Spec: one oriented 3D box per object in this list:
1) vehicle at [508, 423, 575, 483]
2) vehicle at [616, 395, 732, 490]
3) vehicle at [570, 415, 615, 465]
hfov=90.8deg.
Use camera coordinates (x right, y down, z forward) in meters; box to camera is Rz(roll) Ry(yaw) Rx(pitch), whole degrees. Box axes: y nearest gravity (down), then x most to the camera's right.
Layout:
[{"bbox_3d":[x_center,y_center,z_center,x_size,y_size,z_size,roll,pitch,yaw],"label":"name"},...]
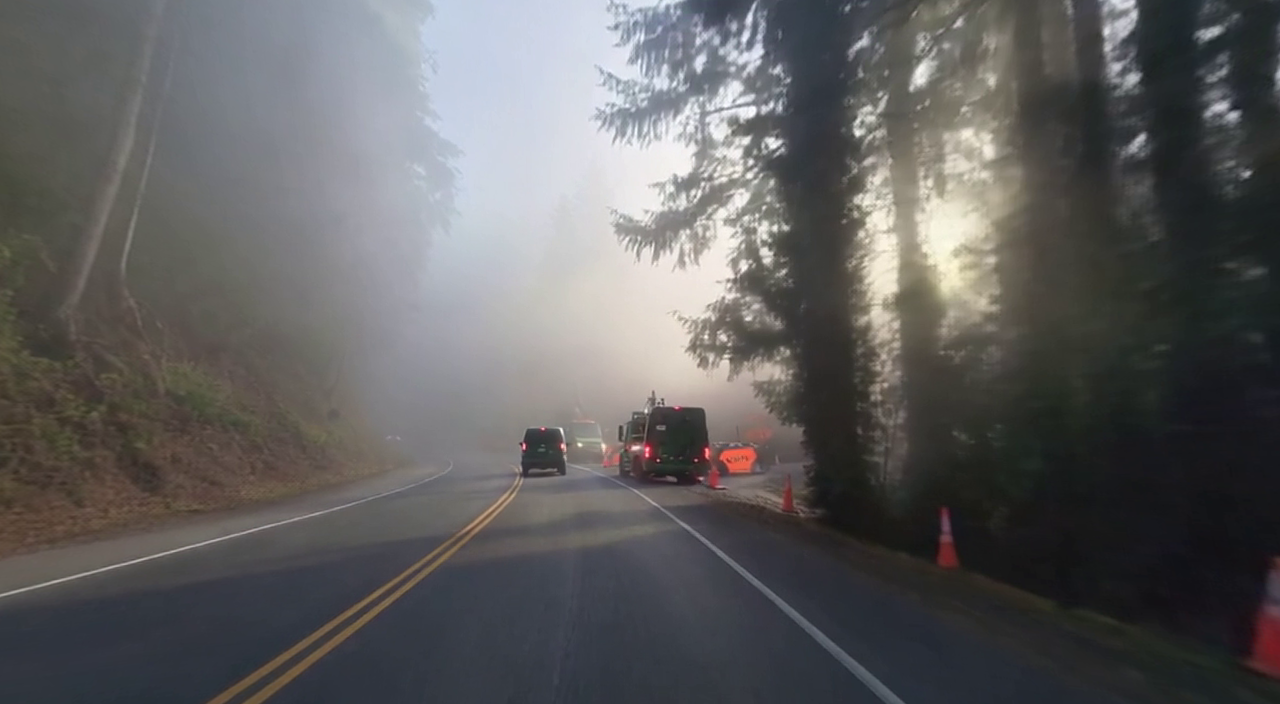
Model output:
[{"bbox_3d":[-4.208,4.180,26.315,2.362,2.223,4.892,2,-9,-13],"label":"vehicle"},{"bbox_3d":[1.057,3.774,26.661,3.126,3.310,8.534,1,-8,-9],"label":"vehicle"},{"bbox_3d":[-3.171,5.793,41.308,2.703,3.066,4.047,1,-9,-7],"label":"vehicle"}]
